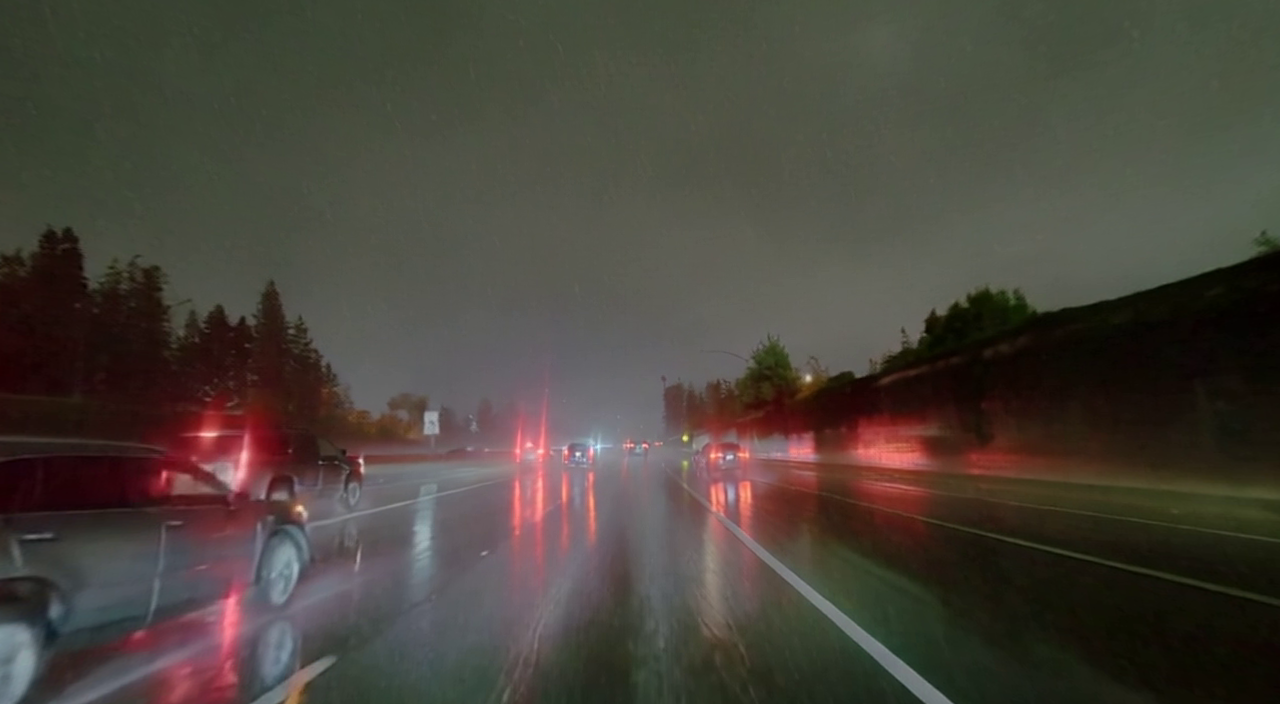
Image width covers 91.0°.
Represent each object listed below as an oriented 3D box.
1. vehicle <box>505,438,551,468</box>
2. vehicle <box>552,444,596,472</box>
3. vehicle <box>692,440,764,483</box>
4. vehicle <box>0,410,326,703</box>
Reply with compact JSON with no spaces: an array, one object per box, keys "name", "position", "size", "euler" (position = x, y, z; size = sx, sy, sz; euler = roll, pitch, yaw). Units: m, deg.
[{"name":"vehicle","position":[-7.051,6.430,40.099],"size":[2.111,1.811,4.391],"euler":[0,-9,0]},{"name":"vehicle","position":[-3.746,6.065,36.280],"size":[2.071,1.478,4.130],"euler":[0,-9,0]},{"name":"vehicle","position":[3.337,4.262,24.775],"size":[2.141,1.507,4.510],"euler":[0,-9,-1]},{"name":"vehicle","position":[-4.049,1.166,3.828],"size":[1.988,1.506,4.416],"euler":[0,-9,0]}]
